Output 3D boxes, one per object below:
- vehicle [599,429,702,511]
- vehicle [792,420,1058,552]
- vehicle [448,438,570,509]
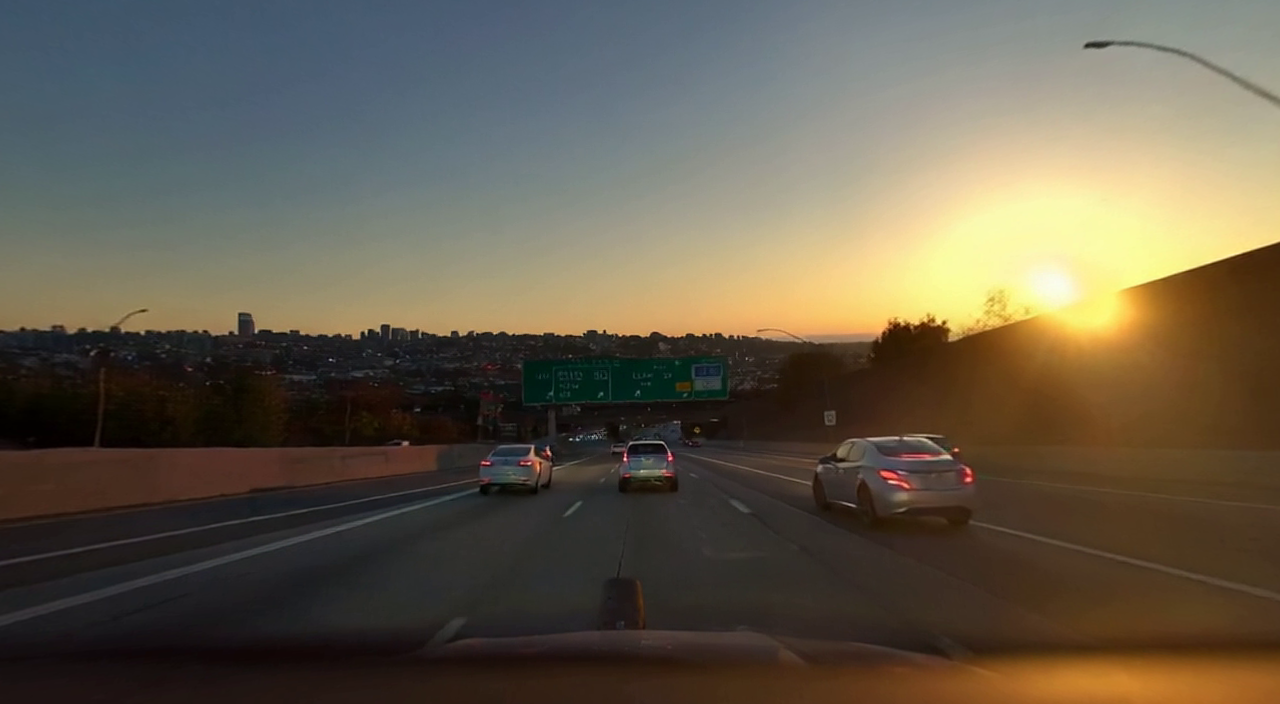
[{"bbox_3d":[0.229,2.705,14.846,2.099,1.640,4.134,0,-8,0],"label":"vehicle"},{"bbox_3d":[4.071,1.990,9.997,2.210,1.625,4.249,0,-8,0],"label":"vehicle"},{"bbox_3d":[-3.091,2.967,15.912,2.011,1.510,4.698,0,-8,1],"label":"vehicle"}]
